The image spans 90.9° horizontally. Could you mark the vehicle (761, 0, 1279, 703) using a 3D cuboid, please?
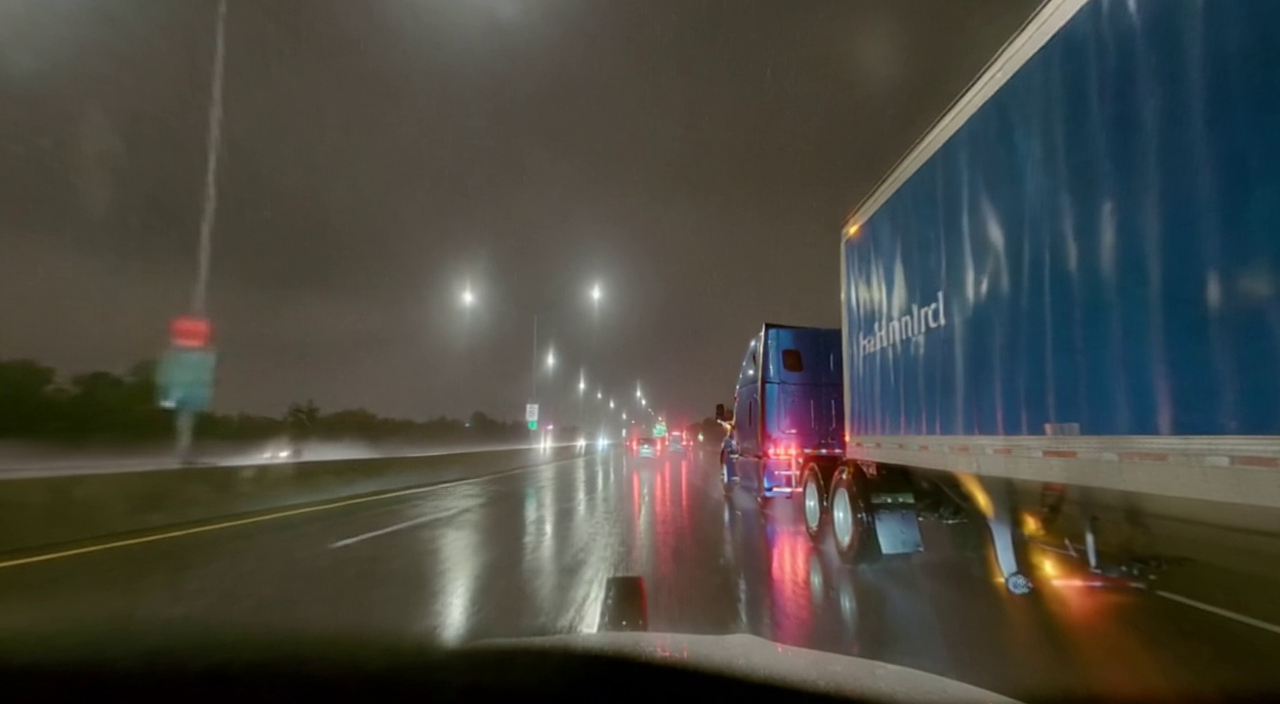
[{"bbox_3d":[3.980,0.038,5.274,3.019,4.145,16.453,0,-8,1],"label":"vehicle"}]

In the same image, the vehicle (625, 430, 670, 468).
[{"bbox_3d":[0.362,5.112,33.388,2.205,1.860,4.301,0,-8,0],"label":"vehicle"}]
